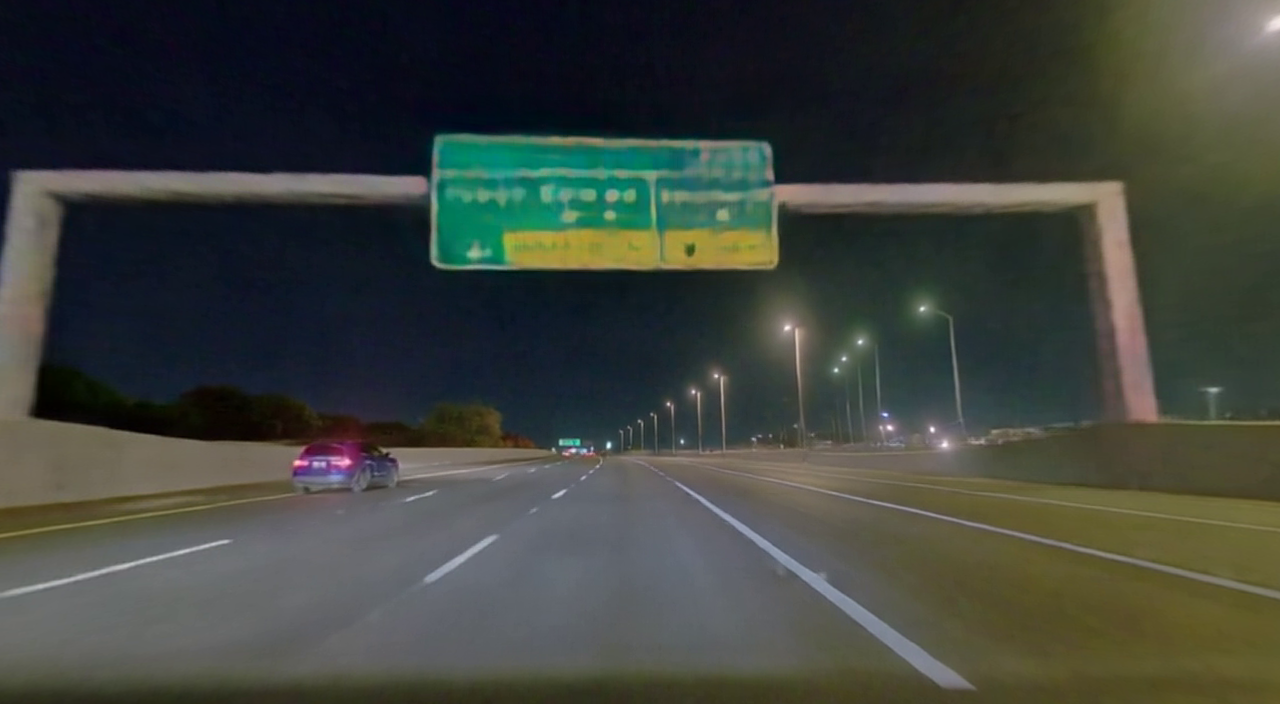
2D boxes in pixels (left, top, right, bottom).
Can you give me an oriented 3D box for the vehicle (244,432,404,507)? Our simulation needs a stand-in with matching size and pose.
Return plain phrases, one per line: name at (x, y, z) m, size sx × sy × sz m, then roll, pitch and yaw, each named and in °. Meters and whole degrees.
vehicle at (-7.703, 2.888, 15.936) m, size 1.924 × 1.601 × 4.115 m, roll 0°, pitch -9°, yaw -1°
